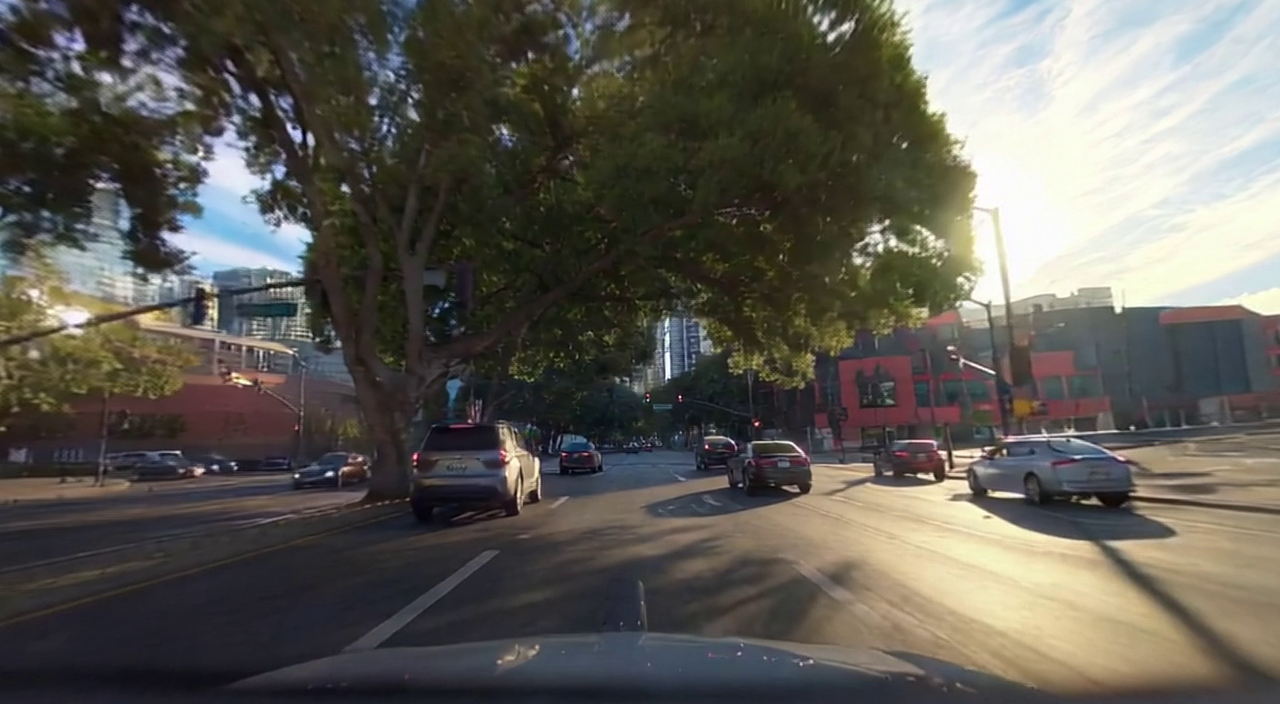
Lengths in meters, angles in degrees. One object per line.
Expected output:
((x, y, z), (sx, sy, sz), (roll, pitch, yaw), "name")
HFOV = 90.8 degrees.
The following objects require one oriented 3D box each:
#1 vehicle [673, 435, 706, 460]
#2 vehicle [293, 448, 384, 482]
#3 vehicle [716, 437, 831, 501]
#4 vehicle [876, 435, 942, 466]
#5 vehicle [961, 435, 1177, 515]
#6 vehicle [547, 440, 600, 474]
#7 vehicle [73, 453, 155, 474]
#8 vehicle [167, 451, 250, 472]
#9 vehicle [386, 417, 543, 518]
((3.646, 7.151, 47.354), (2.090, 1.737, 4.299), (0, -8, -1), "vehicle")
((-14.396, 5.380, 30.475), (1.919, 1.475, 4.467), (-1, -8, 4), "vehicle")
((3.450, 3.120, 17.305), (2.054, 1.473, 4.511), (0, -8, -2), "vehicle")
((15.246, 5.519, 35.675), (2.173, 1.614, 4.335), (-7, -11, 39), "vehicle")
((9.177, 2.643, 14.065), (1.884, 1.478, 4.164), (0, -8, 0), "vehicle")
((-3.009, 4.889, 29.636), (2.032, 1.442, 4.336), (0, -8, 0), "vehicle")
((-39.206, 8.308, 47.164), (4.409, 1.447, 1.821), (0, -8, -1), "vehicle")
((-32.060, 8.155, 47.012), (4.768, 1.481, 1.949), (-1, -8, 1), "vehicle")
((-3.498, 2.393, 13.517), (2.155, 1.797, 3.989), (-1, -8, 1), "vehicle")
